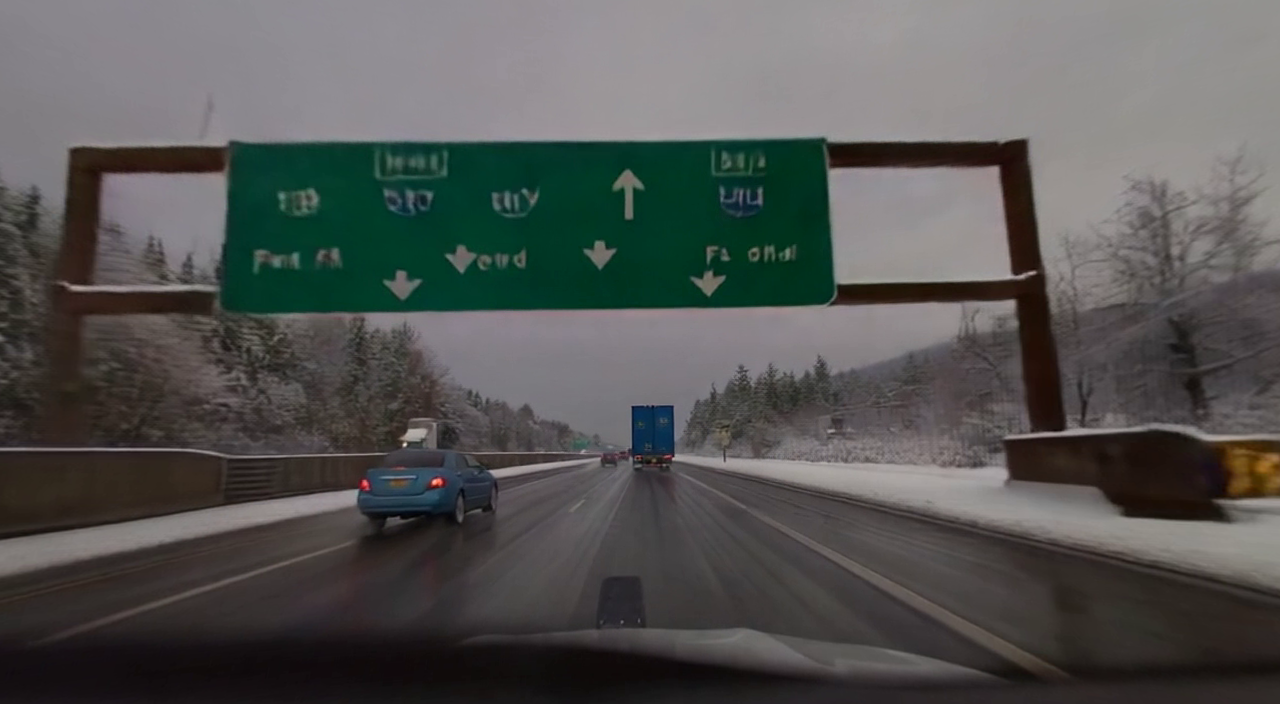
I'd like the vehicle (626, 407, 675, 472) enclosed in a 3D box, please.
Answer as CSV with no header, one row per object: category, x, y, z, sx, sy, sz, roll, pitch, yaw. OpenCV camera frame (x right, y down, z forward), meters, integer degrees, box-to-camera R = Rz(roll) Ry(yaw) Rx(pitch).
vehicle,0.674,6.244,44.513,3.022,4.072,10.318,0,-9,0

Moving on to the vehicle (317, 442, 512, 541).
vehicle,-3.849,2.432,11.743,1.931,1.466,4.458,0,-9,1
